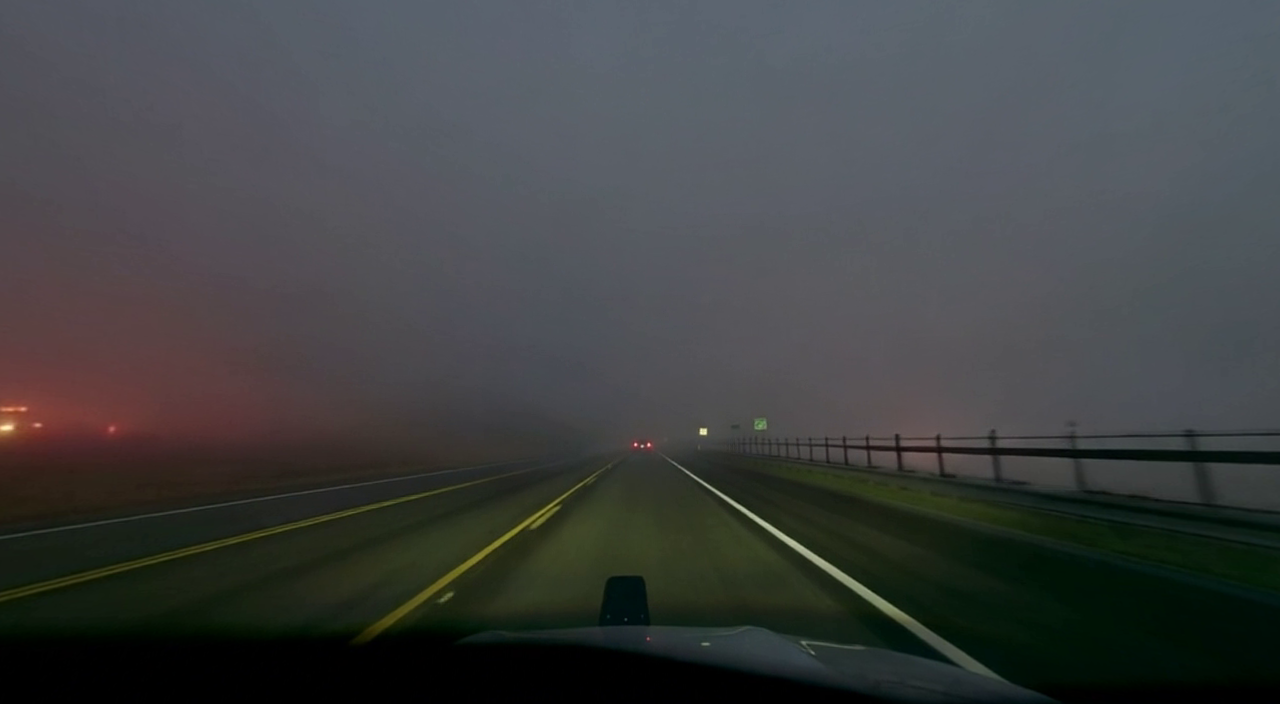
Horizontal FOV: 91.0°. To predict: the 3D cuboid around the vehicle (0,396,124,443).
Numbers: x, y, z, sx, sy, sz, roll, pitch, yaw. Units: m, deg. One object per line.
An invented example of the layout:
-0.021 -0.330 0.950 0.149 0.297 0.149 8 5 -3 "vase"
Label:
-44.852 5.416 49.100 2.936 3.379 6.923 0 -8 1 "vehicle"
